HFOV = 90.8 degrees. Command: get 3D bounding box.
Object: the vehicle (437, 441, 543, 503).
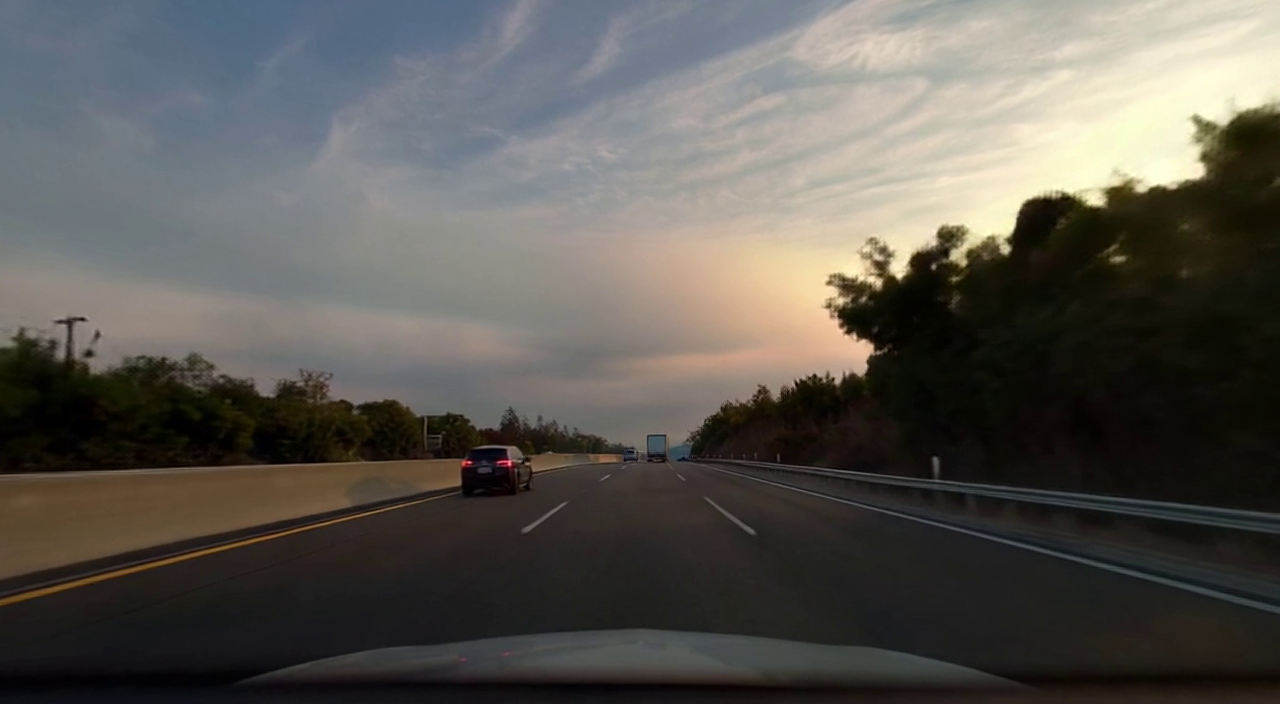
[{"bbox_3d":[-4.203,3.431,18.407,2.035,1.595,4.022,0,-9,1],"label":"vehicle"}]
